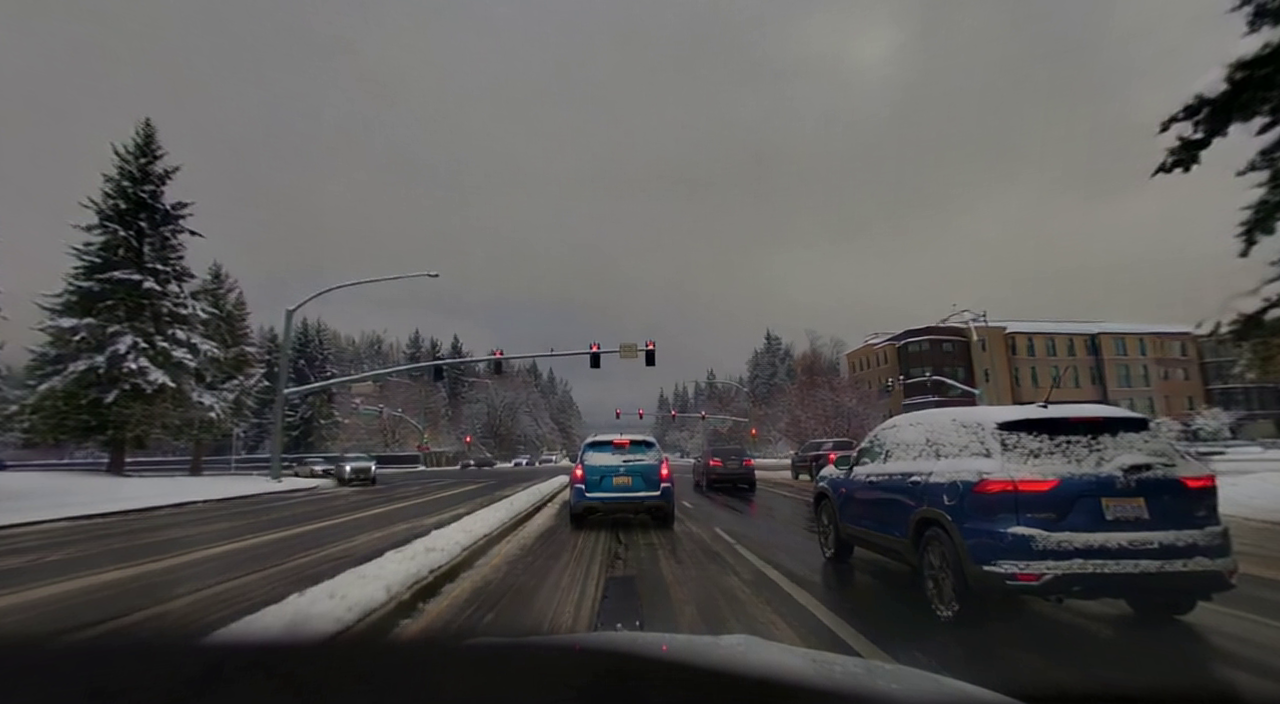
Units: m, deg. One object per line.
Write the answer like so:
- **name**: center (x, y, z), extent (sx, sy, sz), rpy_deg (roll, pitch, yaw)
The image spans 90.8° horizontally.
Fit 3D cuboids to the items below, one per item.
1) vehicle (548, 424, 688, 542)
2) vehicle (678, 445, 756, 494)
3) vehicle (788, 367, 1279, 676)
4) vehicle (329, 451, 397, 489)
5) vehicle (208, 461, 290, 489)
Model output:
- **vehicle**: center (-0.363, 2.230, 11.361), extent (2.039, 1.698, 4.144), rpy_deg (0, -9, -1)
- **vehicle**: center (2.479, 3.919, 21.478), extent (1.900, 1.459, 4.260), rpy_deg (0, -9, -3)
- **vehicle**: center (3.112, 1.311, 5.973), extent (2.228, 1.798, 4.370), rpy_deg (0, -9, -2)
- **vehicle**: center (-15.686, 6.583, 35.646), extent (2.354, 1.949, 4.905), rpy_deg (6, -10, -36)
- **vehicle**: center (-27.400, 8.590, 44.333), extent (4.802, 1.771, 2.060), rpy_deg (-2, -9, 15)
